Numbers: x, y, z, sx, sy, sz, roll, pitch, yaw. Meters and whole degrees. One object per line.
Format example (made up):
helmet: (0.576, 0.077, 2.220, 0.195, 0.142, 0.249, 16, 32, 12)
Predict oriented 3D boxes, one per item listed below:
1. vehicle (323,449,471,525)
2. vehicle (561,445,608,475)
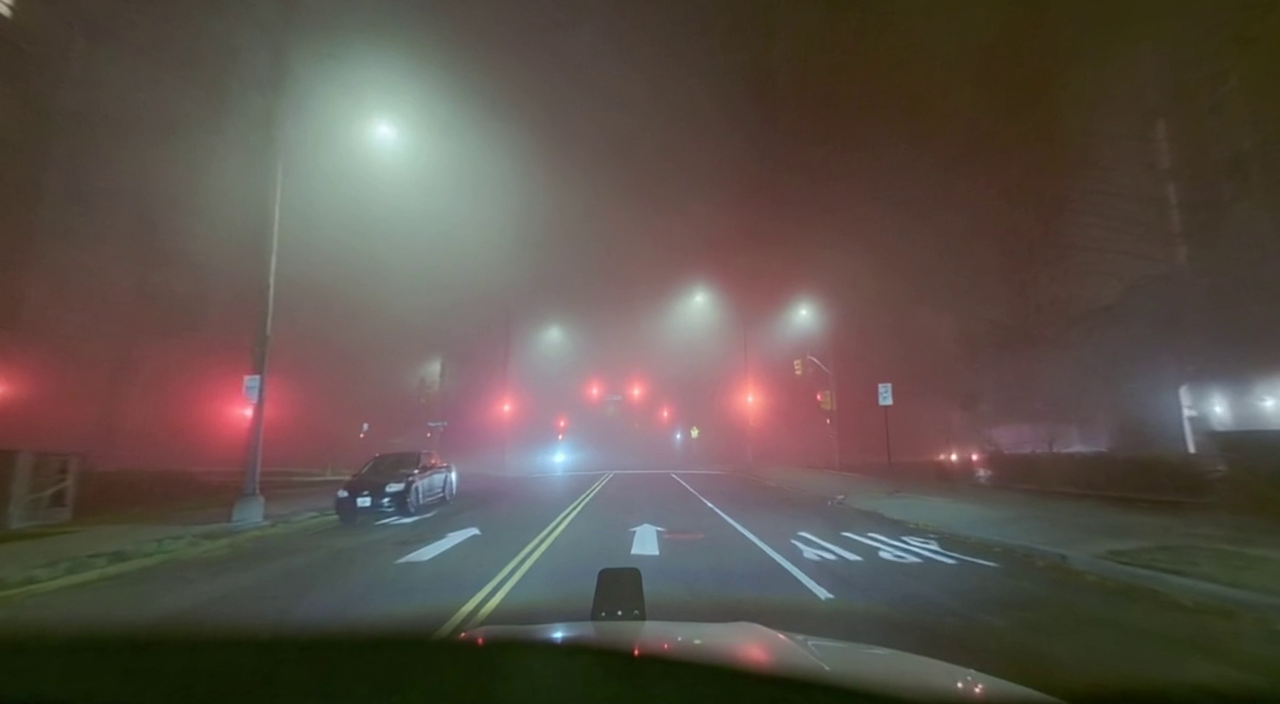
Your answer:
vehicle: (-5.823, 3.241, 15.806, 1.947, 1.473, 4.397, -3, -9, 1)
vehicle: (-2.840, 5.658, 33.314, 2.029, 1.438, 4.313, 0, -8, 1)
